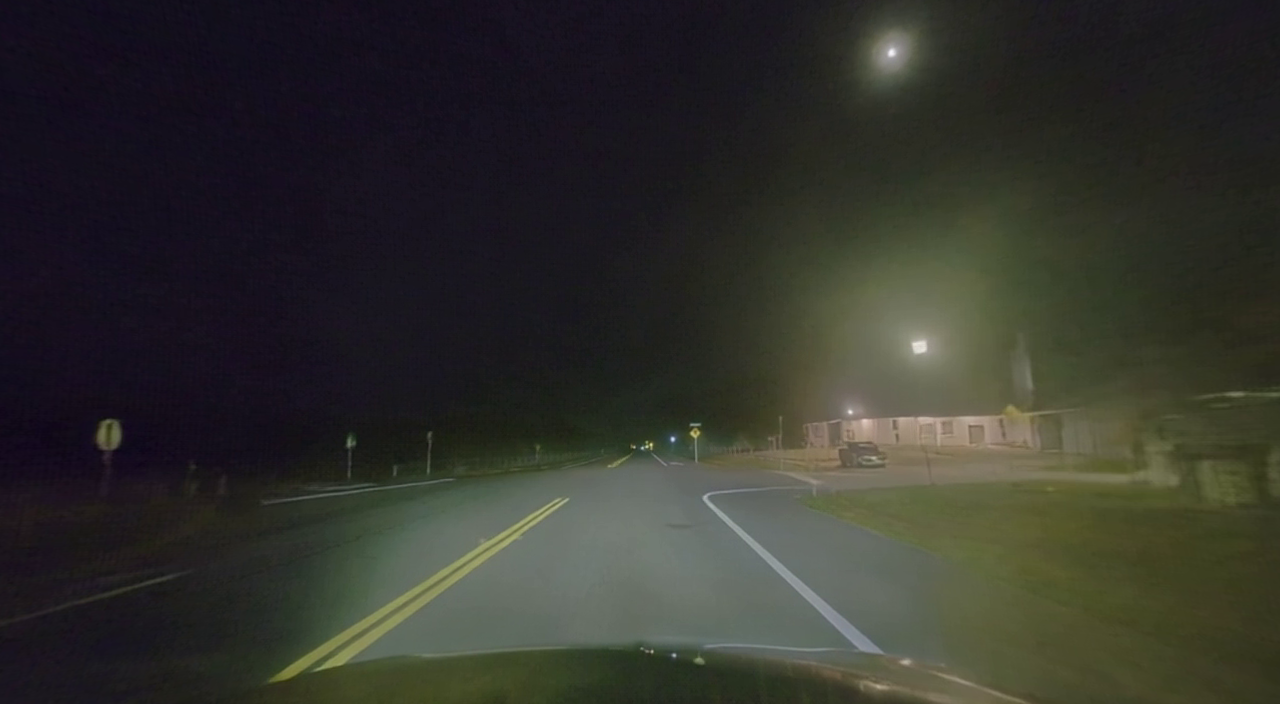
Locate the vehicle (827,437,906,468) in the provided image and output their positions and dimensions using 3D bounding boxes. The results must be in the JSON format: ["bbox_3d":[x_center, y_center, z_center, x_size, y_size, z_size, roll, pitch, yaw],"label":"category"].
[{"bbox_3d":[14.520,6.466,40.805,2.037,1.829,4.919,3,-9,-21],"label":"vehicle"}]
